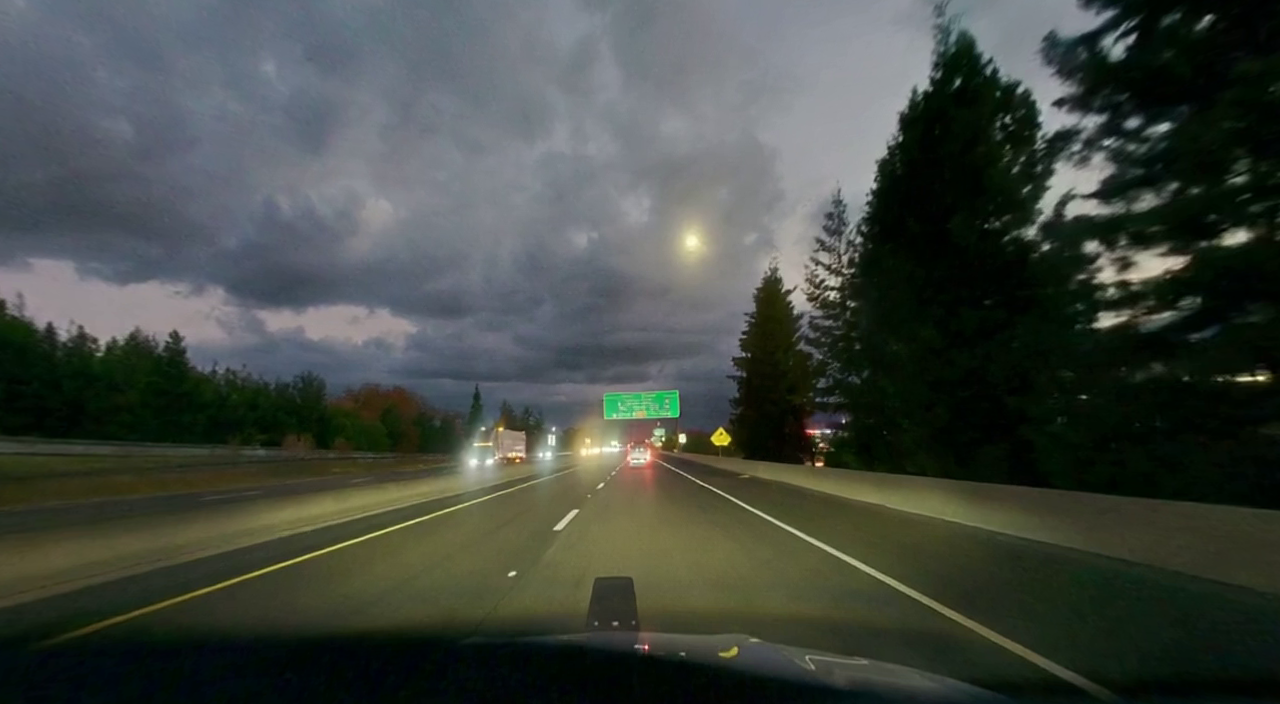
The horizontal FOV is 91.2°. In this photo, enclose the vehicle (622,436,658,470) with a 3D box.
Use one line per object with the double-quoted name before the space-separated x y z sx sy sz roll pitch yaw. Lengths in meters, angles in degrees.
"vehicle" -0.008 6.753 42.070 2.268 2.122 4.595 -1 -9 1
